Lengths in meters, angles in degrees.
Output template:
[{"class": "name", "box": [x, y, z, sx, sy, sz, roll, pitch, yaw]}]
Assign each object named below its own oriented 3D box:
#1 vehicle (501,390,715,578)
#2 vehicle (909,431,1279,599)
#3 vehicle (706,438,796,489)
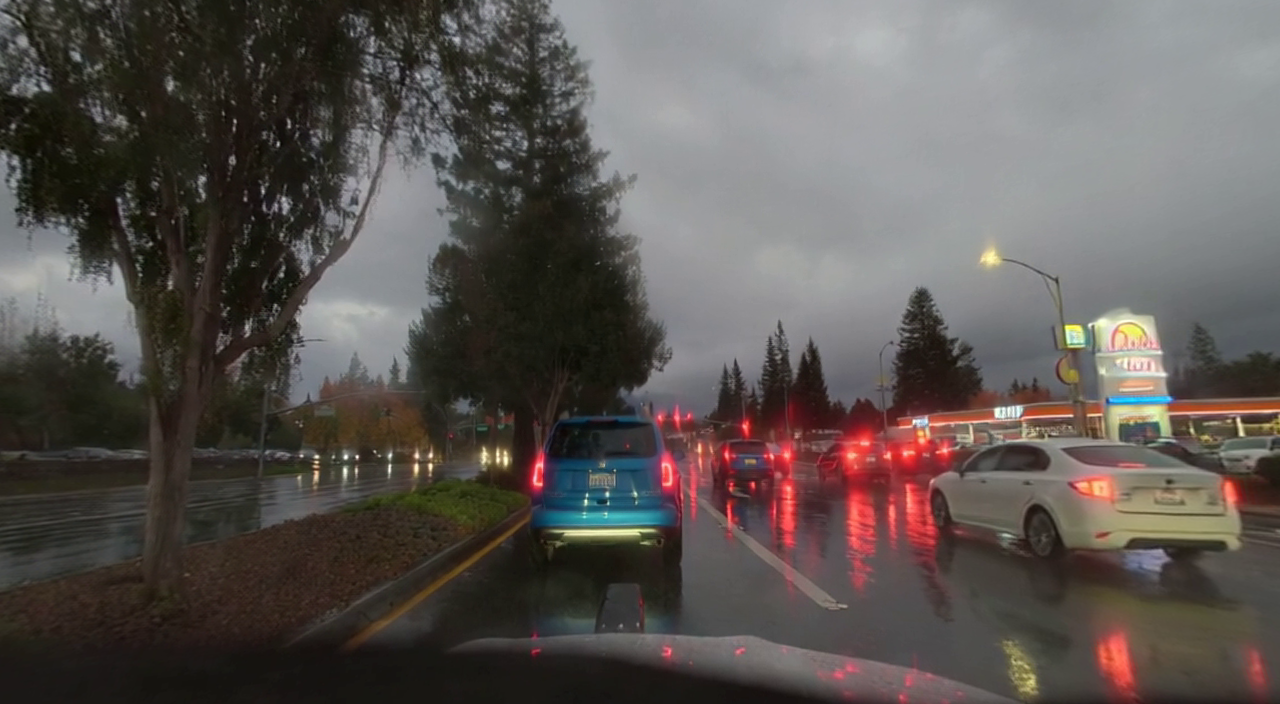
[{"class": "vehicle", "box": [-0.290, 1.650, 8.647, 2.096, 1.837, 4.687, 0, -9, 1]}, {"class": "vehicle", "box": [5.392, 1.806, 8.025, 1.930, 1.478, 4.643, 0, -9, 1]}, {"class": "vehicle", "box": [3.685, 3.795, 21.950, 2.098, 1.555, 4.778, 0, -9, -2]}]
